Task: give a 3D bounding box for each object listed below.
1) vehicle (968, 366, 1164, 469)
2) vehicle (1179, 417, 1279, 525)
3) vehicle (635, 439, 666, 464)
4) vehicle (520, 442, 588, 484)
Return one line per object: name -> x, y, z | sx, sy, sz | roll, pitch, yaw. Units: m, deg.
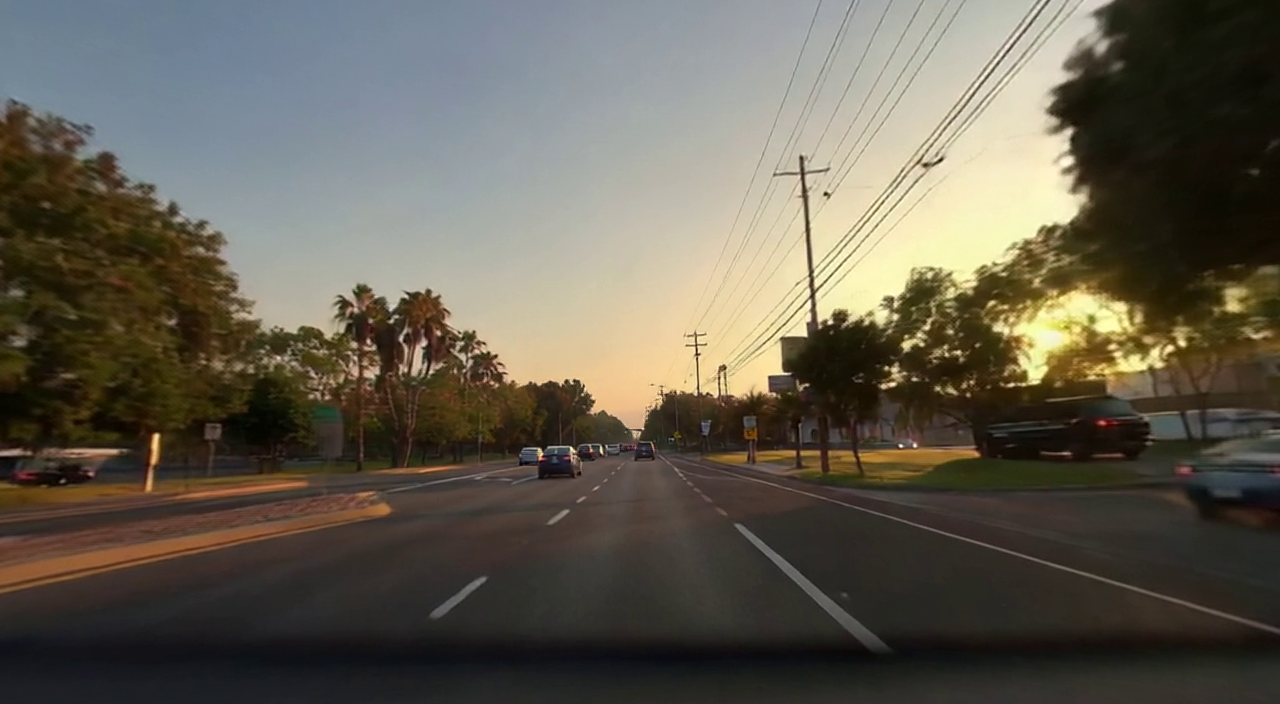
vehicle -> 19.839, 3.106, 30.414 | 2.923, 4.081, 8.860 | -3, -5, -1
vehicle -> 11.108, 1.874, 10.171 | 4.420, 1.541, 2.062 | 5, -10, -28
vehicle -> 0.775, 7.361, 46.811 | 2.155, 1.781, 3.977 | 0, -9, 1
vehicle -> -3.206, 4.239, 24.411 | 1.982, 1.451, 4.152 | 0, -9, 1
